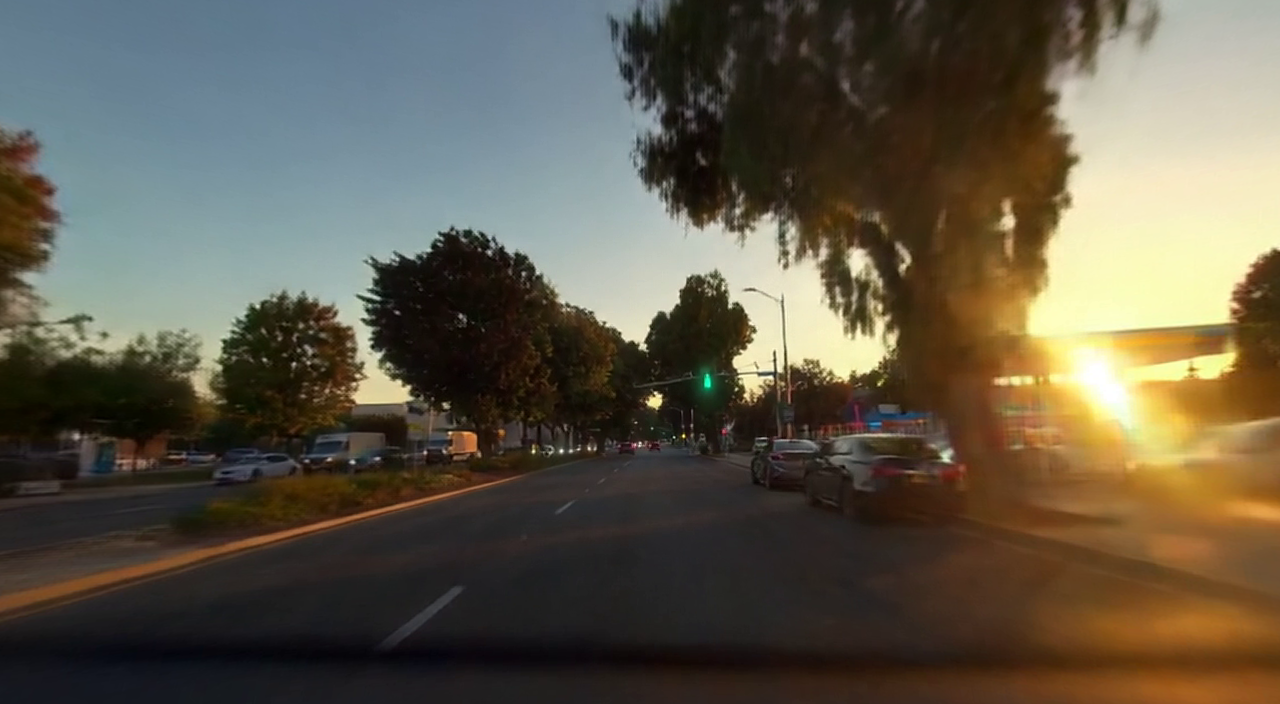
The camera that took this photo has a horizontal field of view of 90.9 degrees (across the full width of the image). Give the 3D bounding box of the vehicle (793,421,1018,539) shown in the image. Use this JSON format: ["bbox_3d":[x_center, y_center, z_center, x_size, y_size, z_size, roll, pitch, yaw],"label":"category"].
[{"bbox_3d":[4.432,2.209,11.505,2.179,1.709,4.512,0,-9,1],"label":"vehicle"}]

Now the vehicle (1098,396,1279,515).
[{"bbox_3d":[11.832,1.814,11.275,5.404,1.914,2.159,-1,-9,3],"label":"vehicle"}]

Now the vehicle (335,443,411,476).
[{"bbox_3d":[-14.150,5.690,33.733,1.977,1.619,4.612,0,-9,1],"label":"vehicle"}]

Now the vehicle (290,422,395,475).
[{"bbox_3d":[-18.421,6.062,39.646,2.837,2.953,7.214,0,-9,2],"label":"vehicle"}]

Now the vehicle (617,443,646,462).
[{"bbox_3d":[-0.623,7.903,49.744,1.959,1.406,4.272,-1,-9,3],"label":"vehicle"}]

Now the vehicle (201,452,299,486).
[{"bbox_3d":[-18.660,5.584,30.444,1.817,1.460,4.524,0,-9,1],"label":"vehicle"}]
